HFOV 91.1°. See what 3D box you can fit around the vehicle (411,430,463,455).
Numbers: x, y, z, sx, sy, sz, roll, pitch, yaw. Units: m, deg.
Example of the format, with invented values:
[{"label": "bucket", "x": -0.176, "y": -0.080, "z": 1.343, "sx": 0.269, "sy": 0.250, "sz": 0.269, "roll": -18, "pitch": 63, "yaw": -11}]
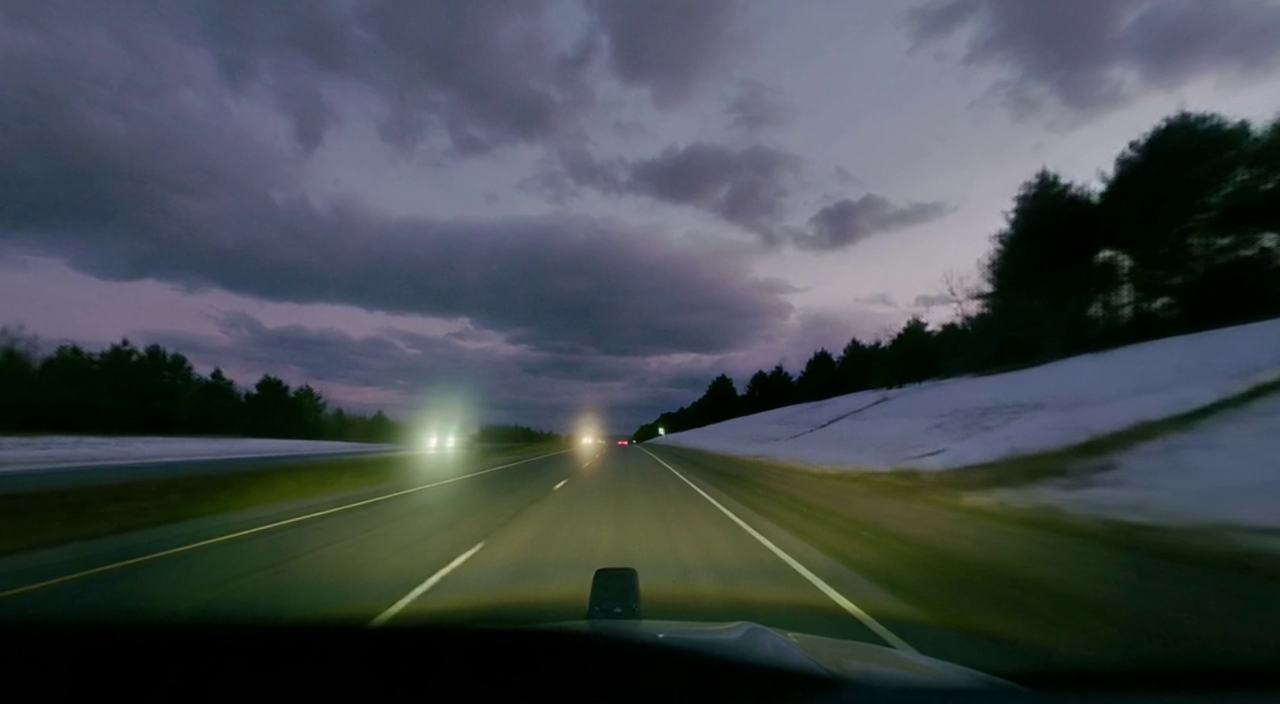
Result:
[{"label": "vehicle", "x": -15.375, "y": 6.858, "z": 47.924, "sx": 2.449, "sy": 1.764, "sz": 4.695, "roll": 0, "pitch": -8, "yaw": -1}]
